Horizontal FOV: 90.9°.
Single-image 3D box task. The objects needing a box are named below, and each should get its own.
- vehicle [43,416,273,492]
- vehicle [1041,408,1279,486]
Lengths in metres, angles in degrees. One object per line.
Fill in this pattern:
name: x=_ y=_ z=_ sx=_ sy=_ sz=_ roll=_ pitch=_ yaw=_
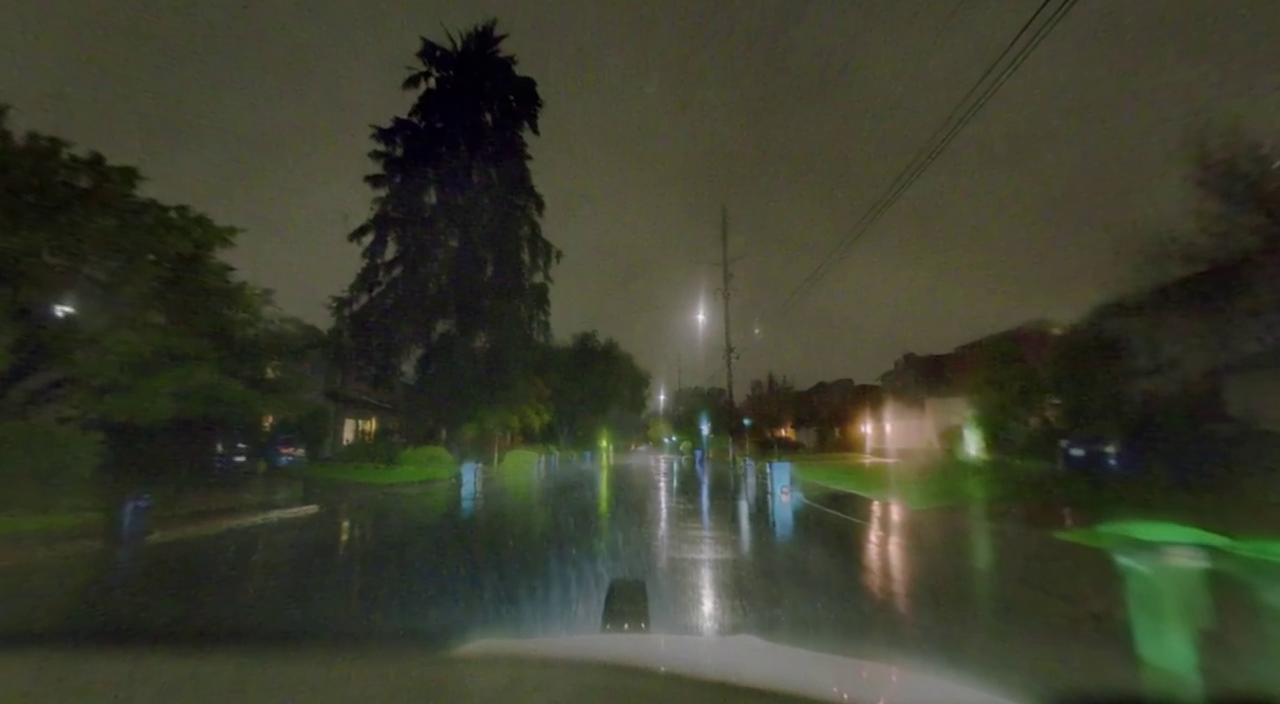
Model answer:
vehicle: x=-13.227 y=2.824 z=17.560 sx=4.587 sy=1.786 sz=2.127 roll=2 pitch=-9 yaw=2
vehicle: x=11.459 y=2.020 z=13.532 sx=4.254 sy=1.538 sz=2.020 roll=0 pitch=-8 yaw=2
